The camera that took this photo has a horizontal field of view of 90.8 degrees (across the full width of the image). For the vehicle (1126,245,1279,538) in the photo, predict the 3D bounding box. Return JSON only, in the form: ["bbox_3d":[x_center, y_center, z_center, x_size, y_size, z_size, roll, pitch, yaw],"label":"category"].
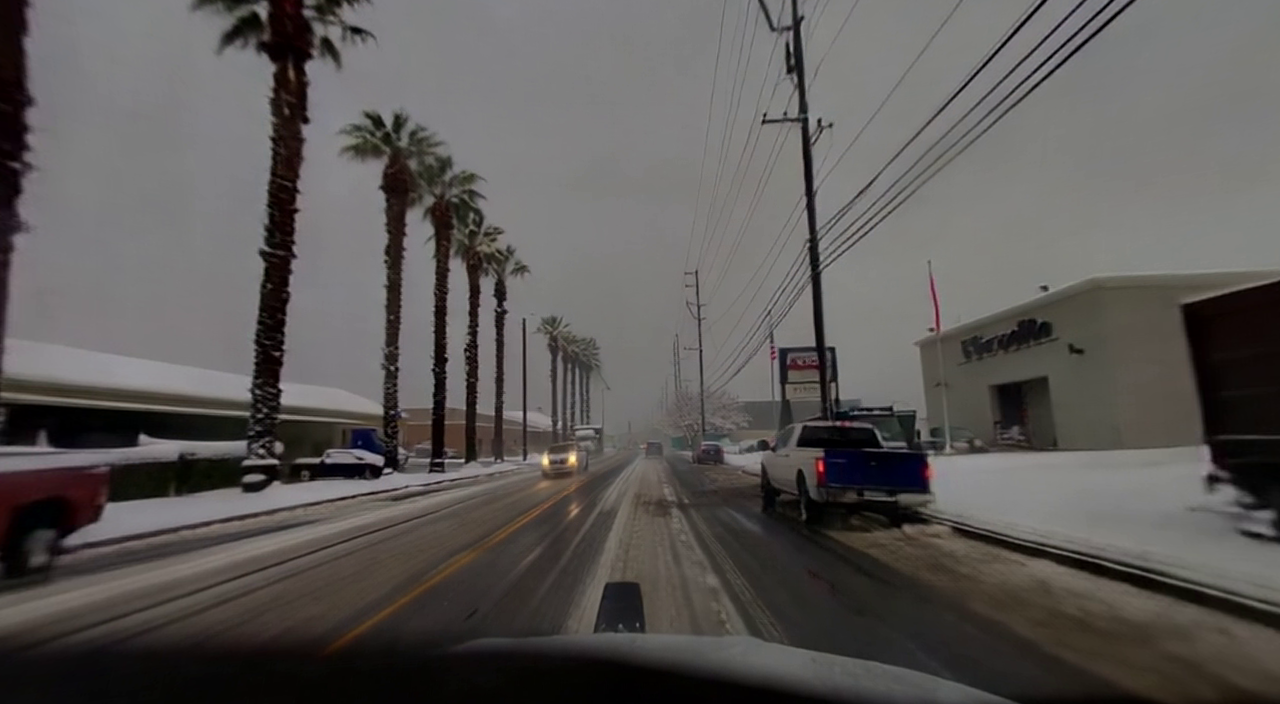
[{"bbox_3d":[8.156,0.191,5.166,2.993,3.033,6.781,-1,-8,2],"label":"vehicle"}]

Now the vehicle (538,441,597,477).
[{"bbox_3d":[-3.242,4.877,29.138,2.033,1.492,4.477,-1,-8,2],"label":"vehicle"}]

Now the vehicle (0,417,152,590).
[{"bbox_3d":[-7.939,1.585,6.199,2.105,1.836,5.338,-3,-9,-1],"label":"vehicle"}]

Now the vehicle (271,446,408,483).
[{"bbox_3d":[-13.683,5.138,28.977,5.187,1.563,2.095,0,-8,1],"label":"vehicle"}]

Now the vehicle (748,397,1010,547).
[{"bbox_3d":[3.699,2.043,11.507,2.345,1.969,6.070,0,-8,-1],"label":"vehicle"}]

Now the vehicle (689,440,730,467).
[{"bbox_3d":[4.451,6.544,41.029,2.111,1.611,4.576,0,-8,0],"label":"vehicle"}]
